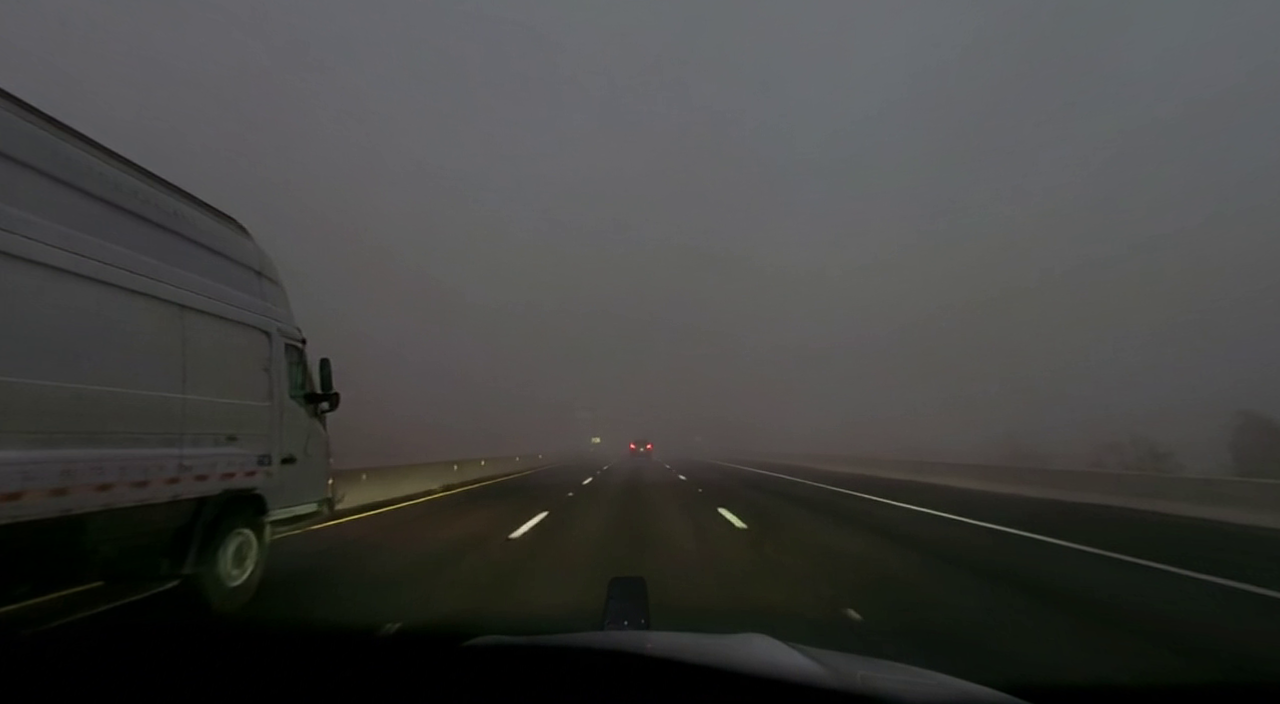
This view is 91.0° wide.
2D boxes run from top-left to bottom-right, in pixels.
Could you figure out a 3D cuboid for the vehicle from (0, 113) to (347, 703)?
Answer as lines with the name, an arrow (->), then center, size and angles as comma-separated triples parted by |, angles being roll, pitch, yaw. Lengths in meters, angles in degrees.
vehicle -> -3.893, 0.252, 2.258 | 2.443, 2.586, 6.701 | 0, -8, 0
